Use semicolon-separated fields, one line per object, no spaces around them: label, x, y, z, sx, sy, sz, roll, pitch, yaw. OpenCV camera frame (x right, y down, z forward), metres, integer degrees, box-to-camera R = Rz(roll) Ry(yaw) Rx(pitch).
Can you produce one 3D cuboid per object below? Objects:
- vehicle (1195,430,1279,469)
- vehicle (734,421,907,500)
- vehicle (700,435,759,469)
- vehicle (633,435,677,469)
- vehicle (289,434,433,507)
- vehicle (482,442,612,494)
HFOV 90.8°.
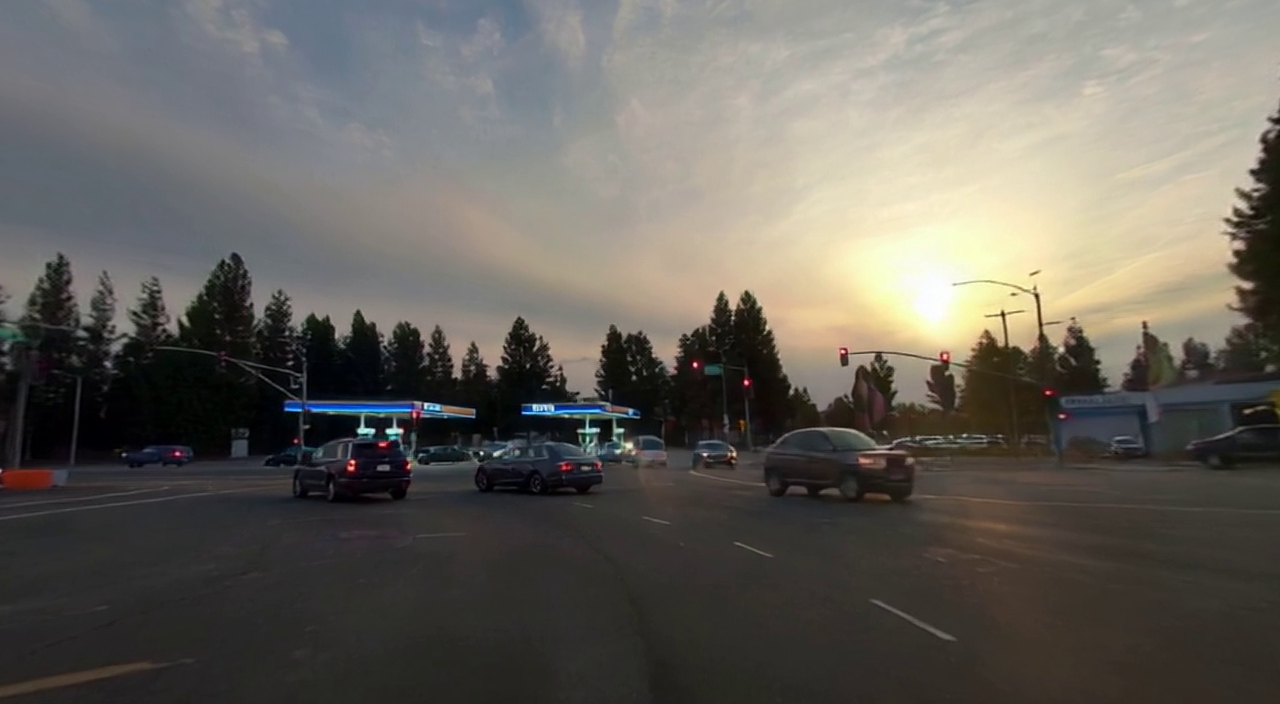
vehicle;29.443;4.525;29.309;4.952;1.745;2.184;-3;-9;20
vehicle;4.649;2.877;17.111;2.016;1.828;4.503;4;-9;-24
vehicle;4.467;5.053;32.168;1.976;1.573;4.543;1;-9;-5
vehicle;0.755;5.196;32.924;2.126;1.626;4.585;0;-8;1
vehicle;-8.138;3.302;18.243;2.351;1.733;4.616;5;-9;-43
vehicle;-3.072;3.624;20.221;1.965;1.460;4.581;7;-11;-40
